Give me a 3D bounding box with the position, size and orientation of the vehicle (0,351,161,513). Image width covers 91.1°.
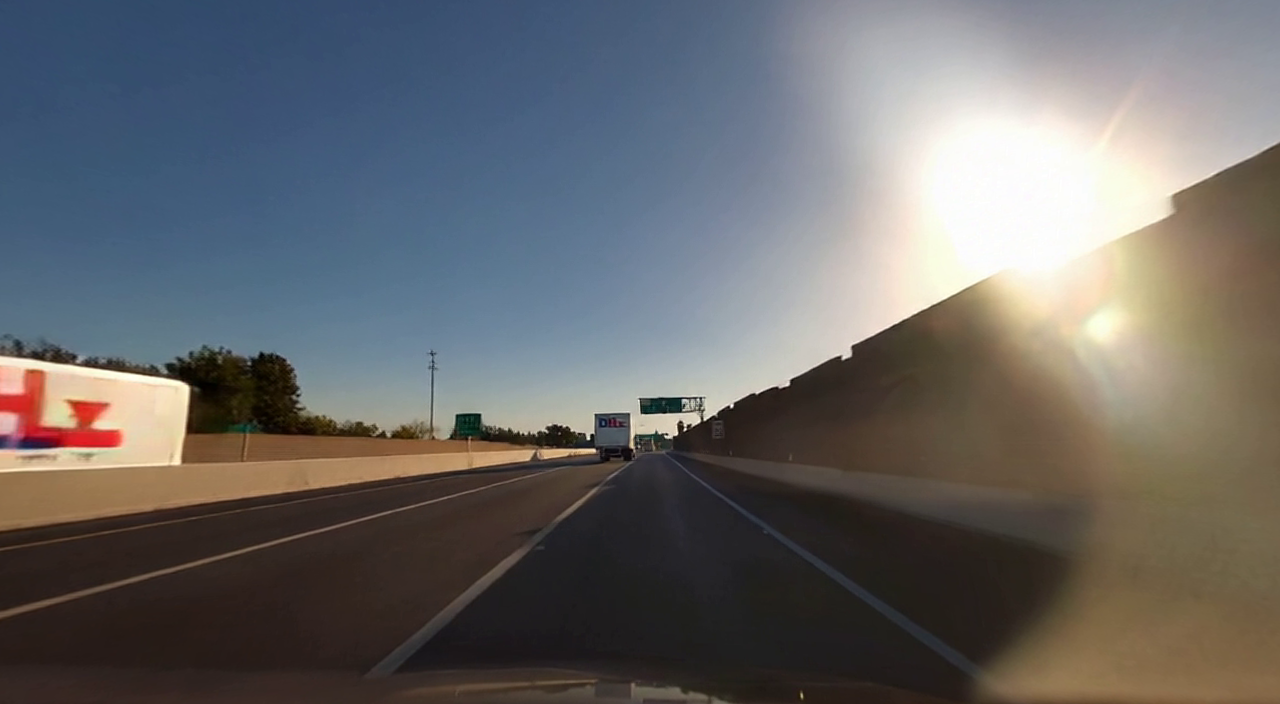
[{"bbox_3d":[-17.540,1.567,12.306,3.102,4.025,16.974,1,-7,0],"label":"vehicle"}]
